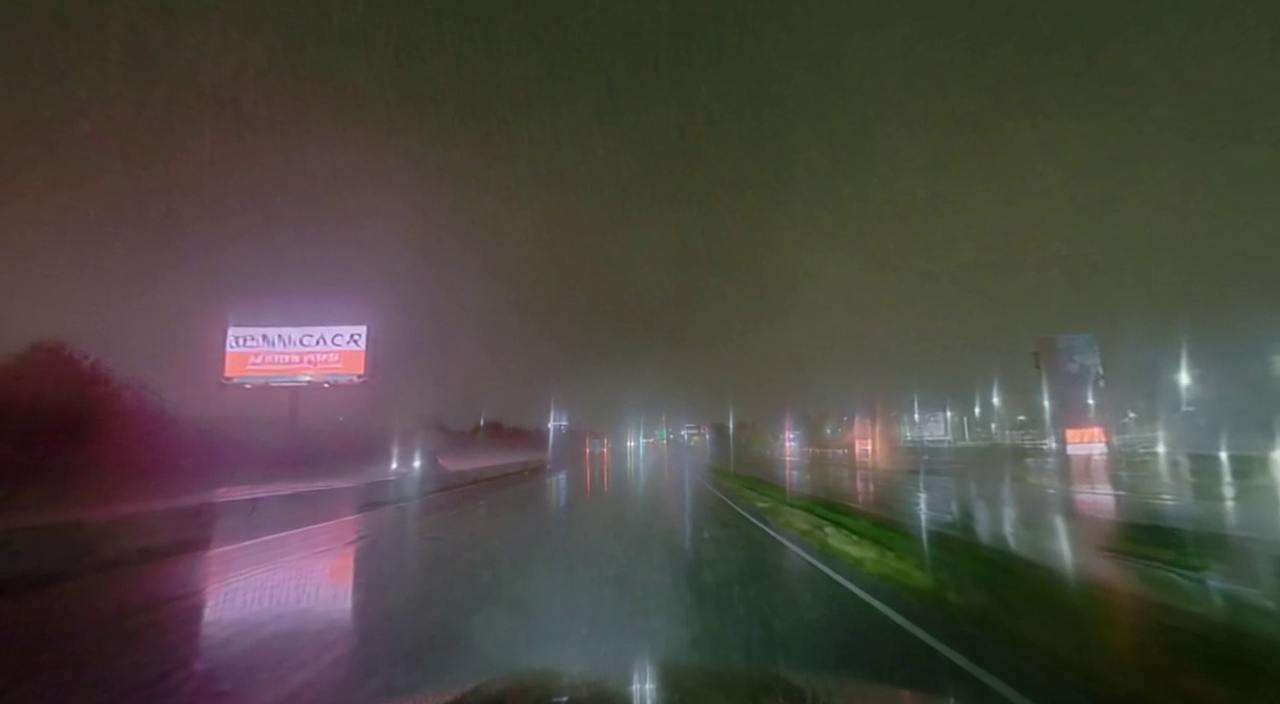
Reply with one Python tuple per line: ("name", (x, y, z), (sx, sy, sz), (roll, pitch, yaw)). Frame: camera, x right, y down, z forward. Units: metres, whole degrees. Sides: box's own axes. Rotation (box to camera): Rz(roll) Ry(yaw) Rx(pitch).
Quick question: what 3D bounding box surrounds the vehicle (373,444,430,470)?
("vehicle", (-16.758, 7.401, 44.546), (2.022, 1.697, 4.856), (-1, -8, 1))
